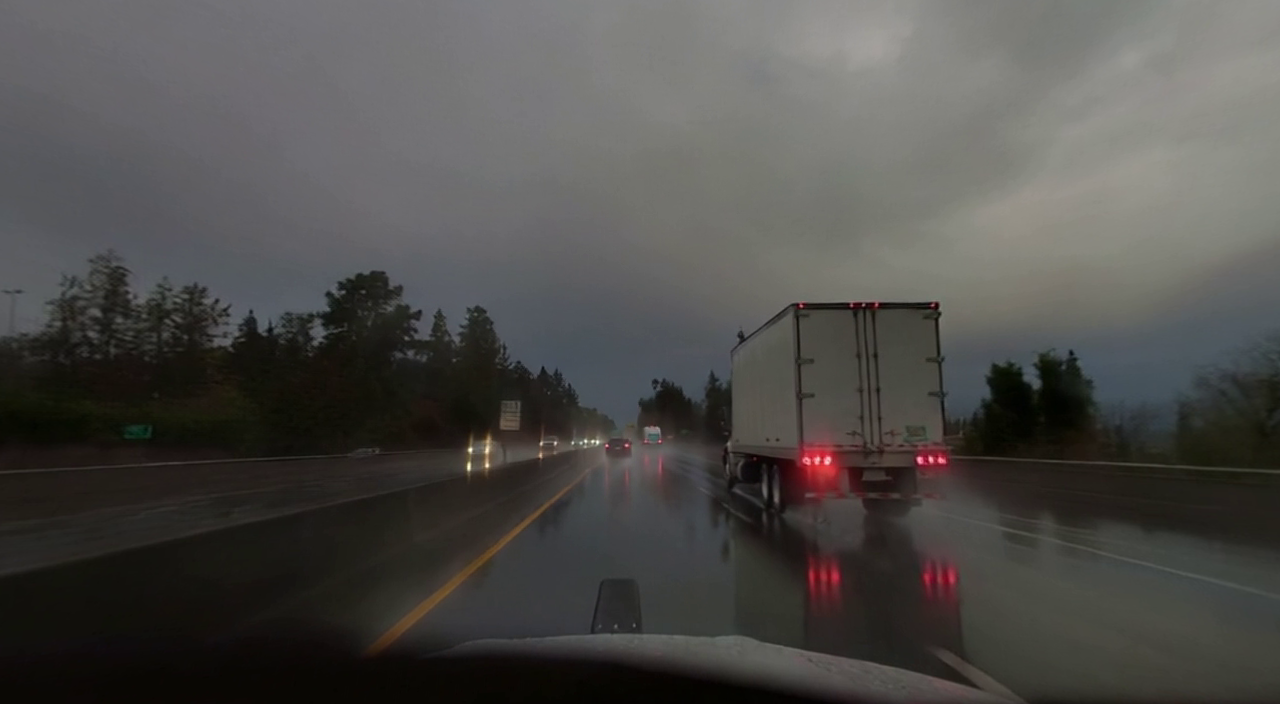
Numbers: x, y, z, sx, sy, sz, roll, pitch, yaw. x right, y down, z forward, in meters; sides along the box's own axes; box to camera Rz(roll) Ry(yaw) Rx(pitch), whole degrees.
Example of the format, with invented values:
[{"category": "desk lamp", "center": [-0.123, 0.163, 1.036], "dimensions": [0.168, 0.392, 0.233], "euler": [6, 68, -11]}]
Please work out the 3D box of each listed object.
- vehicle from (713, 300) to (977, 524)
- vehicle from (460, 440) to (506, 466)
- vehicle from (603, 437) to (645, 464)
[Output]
[{"category": "vehicle", "center": [3.686, 1.447, 14.075], "dimensions": [2.921, 3.526, 8.207], "euler": [0, -8, -1]}, {"category": "vehicle", "center": [-10.270, 6.620, 41.524], "dimensions": [1.963, 1.573, 3.985], "euler": [0, -8, 0]}, {"category": "vehicle", "center": [-0.917, 5.639, 36.346], "dimensions": [2.259, 1.466, 3.693], "euler": [0, -7, -1]}]
